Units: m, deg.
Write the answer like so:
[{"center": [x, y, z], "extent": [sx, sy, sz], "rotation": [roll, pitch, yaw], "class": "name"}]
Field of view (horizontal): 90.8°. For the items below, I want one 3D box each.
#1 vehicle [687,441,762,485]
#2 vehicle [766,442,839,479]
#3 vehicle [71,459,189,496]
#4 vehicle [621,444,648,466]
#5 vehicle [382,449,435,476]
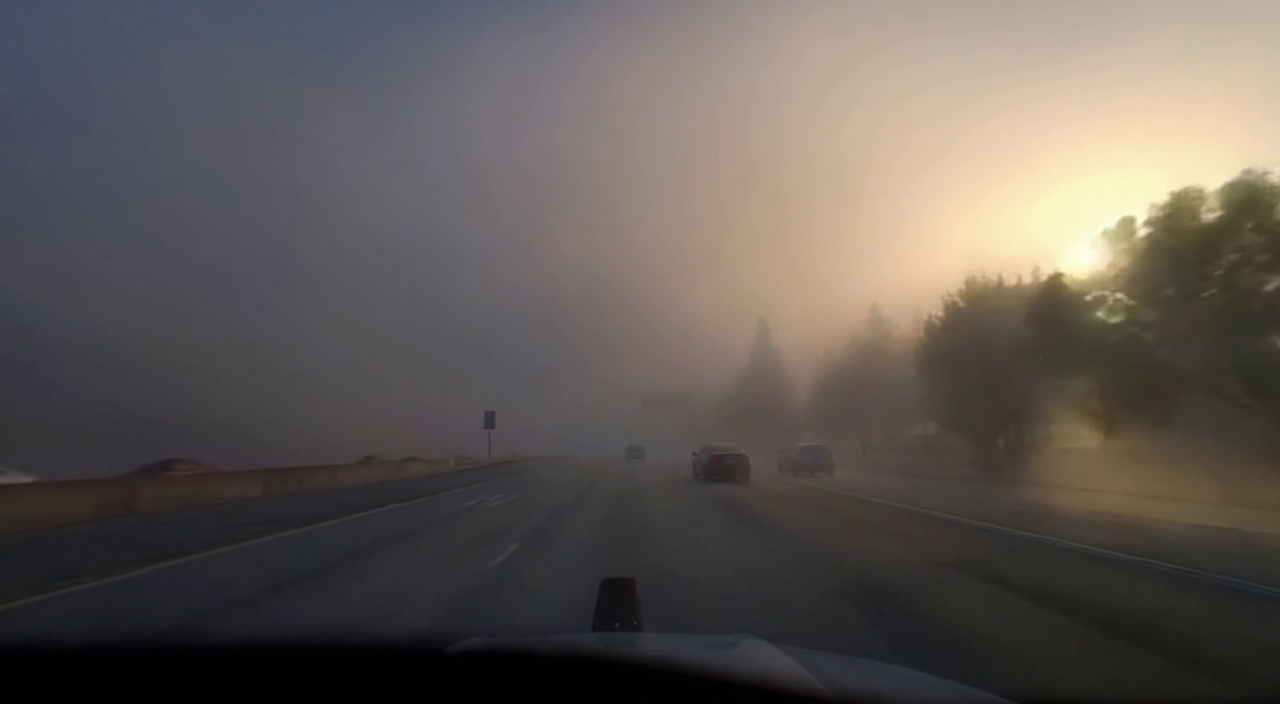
[{"center": [3.082, 4.157, 24.032], "extent": [2.076, 1.472, 4.562], "rotation": [0, -9, -2], "class": "vehicle"}, {"center": [7.076, 4.782, 28.069], "extent": [1.946, 1.497, 4.467], "rotation": [0, -9, -2], "class": "vehicle"}, {"center": [-23.263, 5.702, 29.059], "extent": [1.792, 1.469, 4.427], "rotation": [0, -9, -1], "class": "vehicle"}, {"center": [-0.474, 7.944, 48.942], "extent": [2.029, 1.595, 4.207], "rotation": [0, -9, -2], "class": "vehicle"}, {"center": [-16.142, 7.687, 44.313], "extent": [1.941, 1.673, 5.093], "rotation": [1, -8, -2], "class": "vehicle"}]
